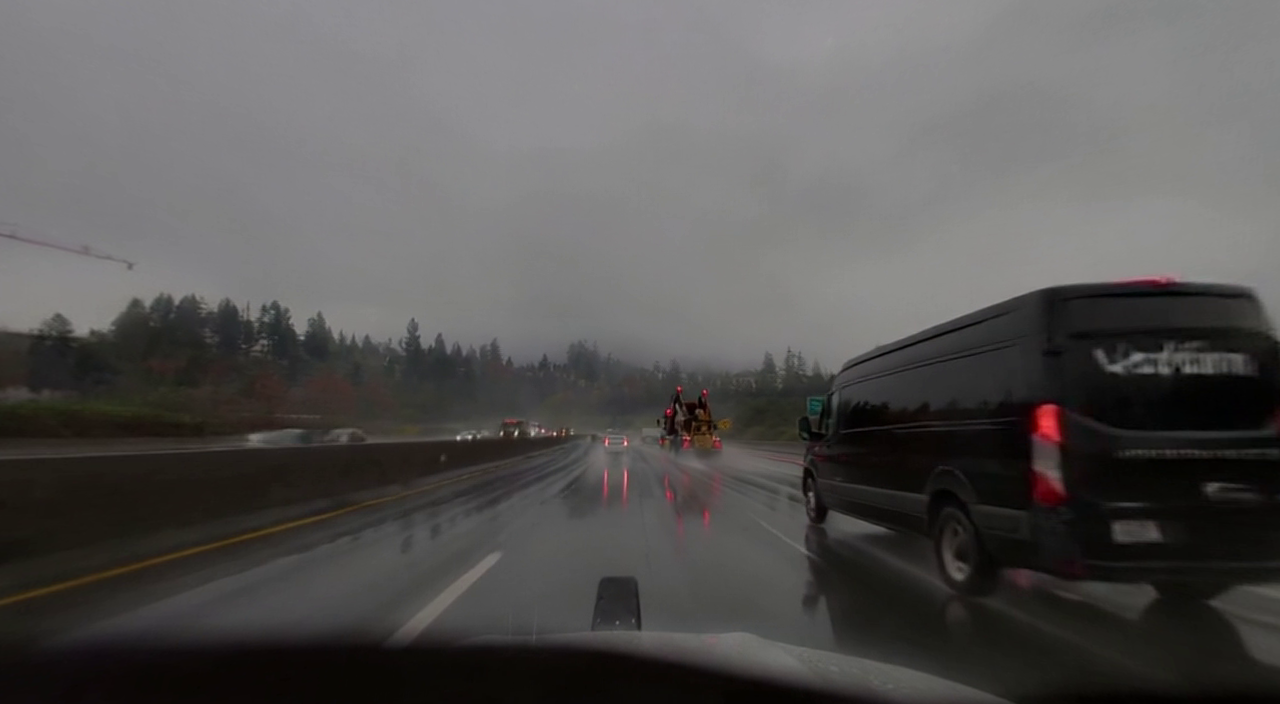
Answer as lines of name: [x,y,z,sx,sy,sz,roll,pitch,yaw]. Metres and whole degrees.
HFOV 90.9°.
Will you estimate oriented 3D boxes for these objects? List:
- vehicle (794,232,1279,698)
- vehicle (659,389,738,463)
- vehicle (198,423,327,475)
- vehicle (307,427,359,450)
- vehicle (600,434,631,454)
vehicle: [3.605,0.953,6.390,2.386,2.509,5.880,0,-8,-2]
vehicle: [3.147,4.451,37.146,2.912,3.738,10.123,0,-8,-4]
vehicle: [-11.792,3.044,19.998,1.839,1.462,3.727,0,-8,-2]
vehicle: [-23.164,6.544,47.687,1.914,1.637,4.353,0,-8,-3]
vehicle: [-1.888,7.036,48.333,2.217,1.502,4.222,0,-8,-2]
